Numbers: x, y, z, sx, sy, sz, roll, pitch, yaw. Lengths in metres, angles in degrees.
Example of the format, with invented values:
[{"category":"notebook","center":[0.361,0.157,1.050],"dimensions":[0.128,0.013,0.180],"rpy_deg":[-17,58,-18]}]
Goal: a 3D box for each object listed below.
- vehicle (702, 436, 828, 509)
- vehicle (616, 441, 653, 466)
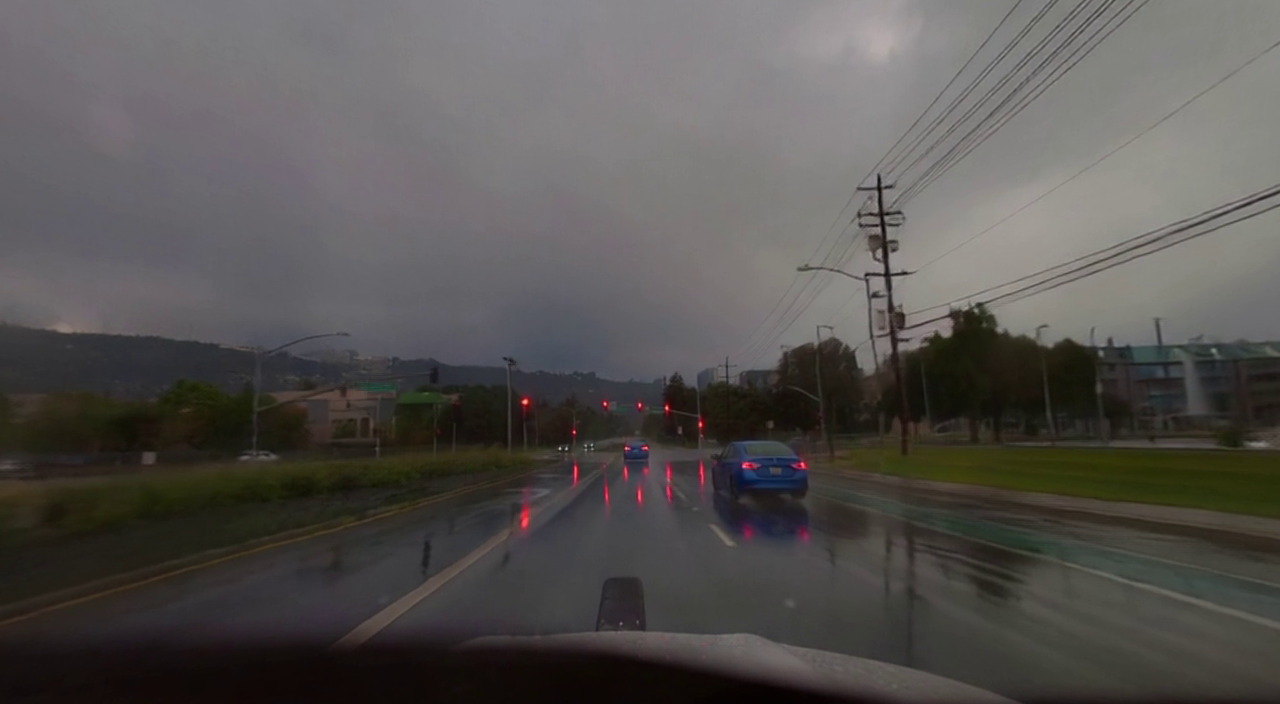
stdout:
[{"category":"vehicle","center":[2.761,2.776,15.062],"dimensions":[2.004,1.448,4.263],"rpy_deg":[0,-8,-2]},{"category":"vehicle","center":[-0.349,6.210,38.763],"dimensions":[2.110,1.466,3.860],"rpy_deg":[0,-8,-1]}]
